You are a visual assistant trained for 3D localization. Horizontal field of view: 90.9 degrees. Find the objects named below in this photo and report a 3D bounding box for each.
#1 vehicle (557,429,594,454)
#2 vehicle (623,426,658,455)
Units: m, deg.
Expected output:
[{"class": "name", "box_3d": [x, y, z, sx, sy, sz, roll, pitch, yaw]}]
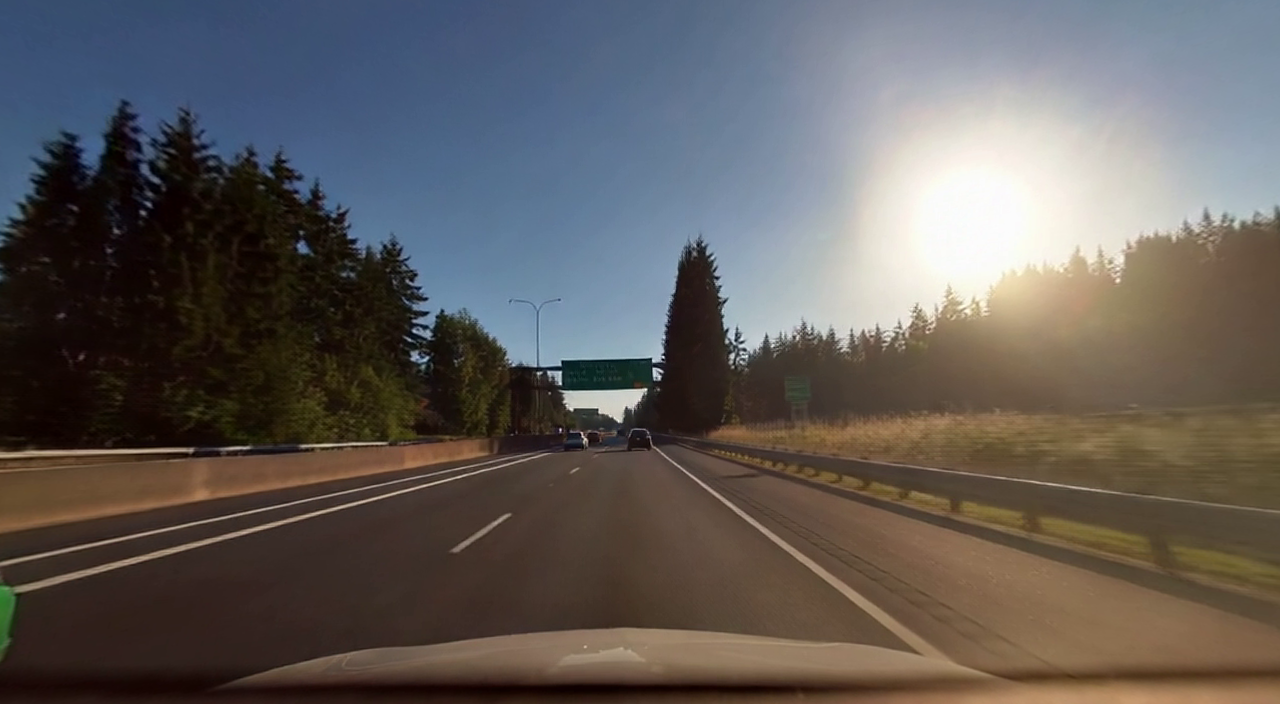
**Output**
[{"class": "vehicle", "box_3d": [-4.304, 6.039, 42.705, 2.055, 1.610, 4.116, 0, -8, 0]}, {"class": "vehicle", "box_3d": [0.015, 5.826, 41.584, 2.170, 1.790, 4.490, 0, -8, -1]}]
